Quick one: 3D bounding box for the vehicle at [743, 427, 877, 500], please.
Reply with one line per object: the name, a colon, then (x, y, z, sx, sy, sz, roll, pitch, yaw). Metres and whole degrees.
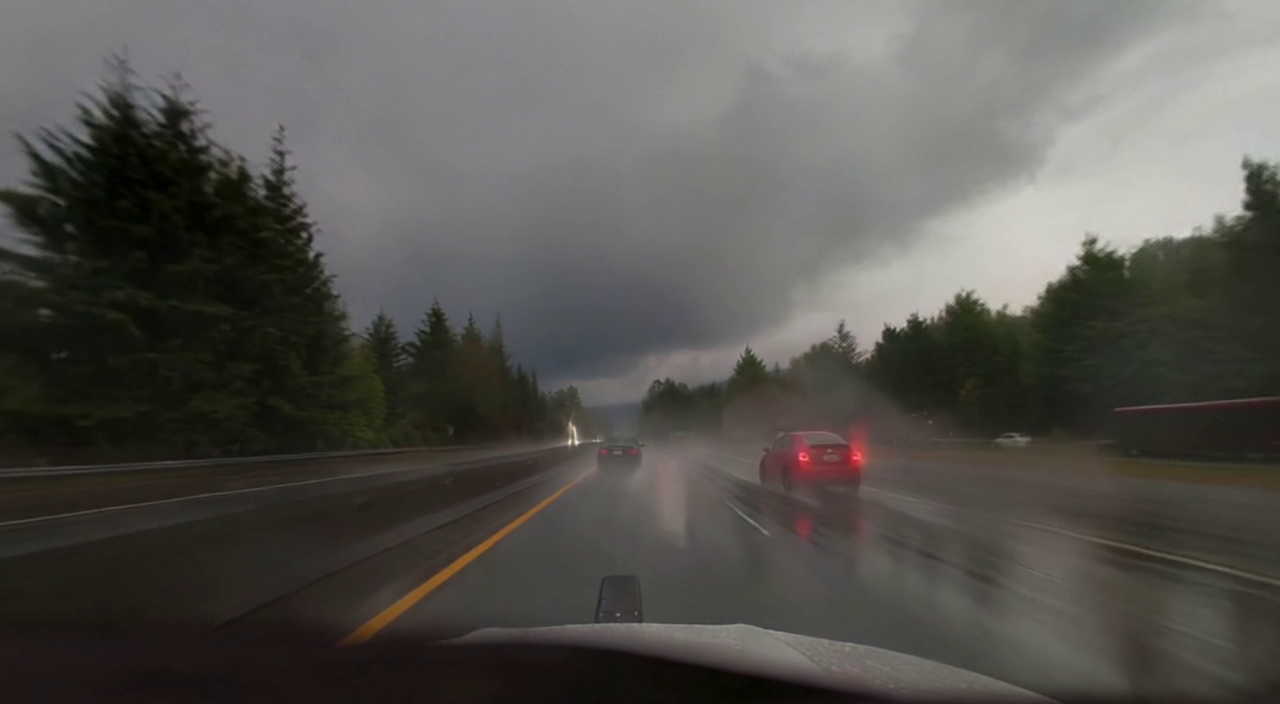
vehicle: (3.935, 2.633, 15.430, 2.010, 1.508, 4.285, 0, -8, -1)

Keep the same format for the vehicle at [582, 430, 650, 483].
vehicle: (-0.673, 3.198, 19.619, 1.897, 1.479, 3.724, 0, -8, 0)

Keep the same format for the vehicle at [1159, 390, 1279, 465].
vehicle: (33.617, 4.118, 34.069, 2.989, 3.754, 9.173, 1, -7, -1)
